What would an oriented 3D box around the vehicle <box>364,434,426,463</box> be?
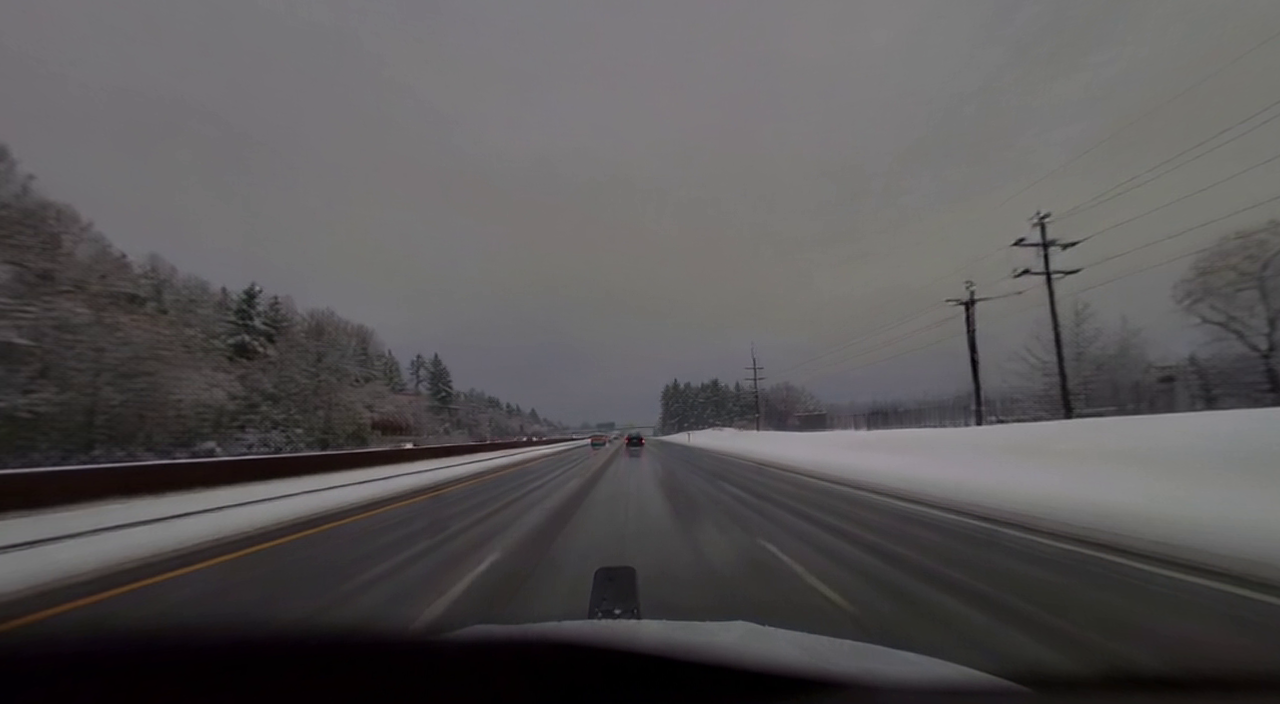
[{"bbox_3d":[-13.256,5.223,34.365,1.829,1.435,4.127,0,-8,-2],"label":"vehicle"}]
